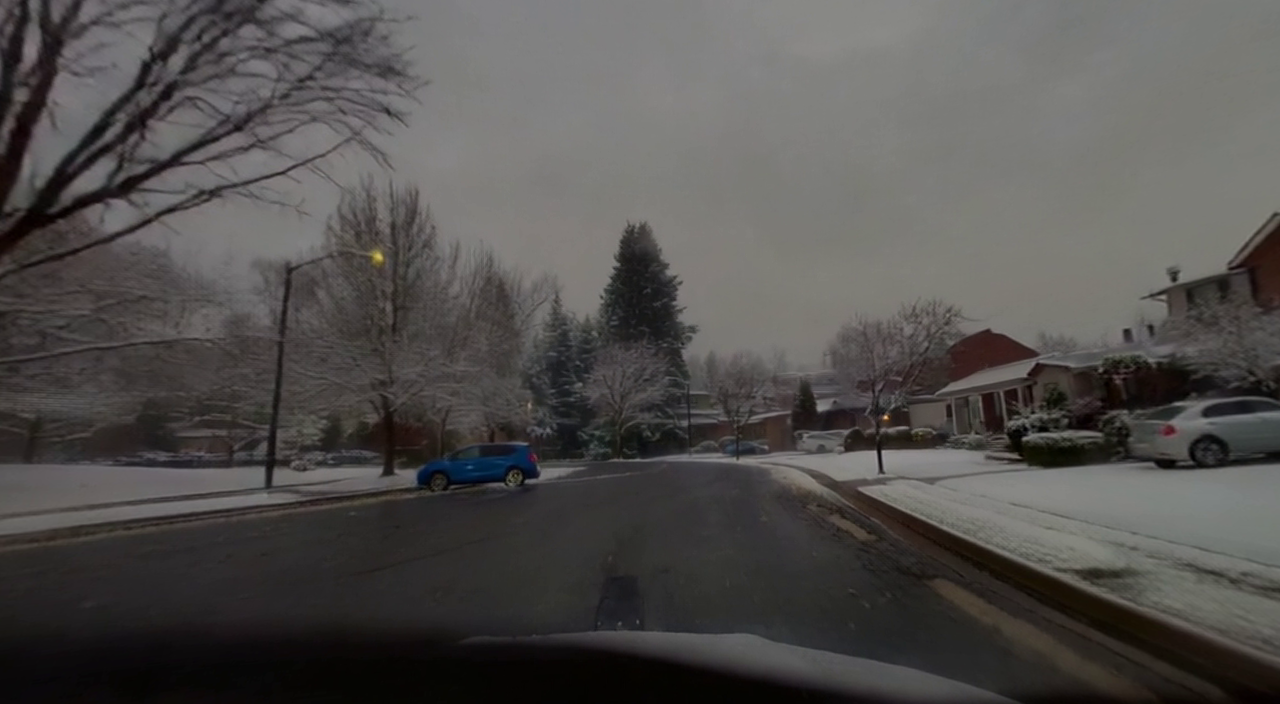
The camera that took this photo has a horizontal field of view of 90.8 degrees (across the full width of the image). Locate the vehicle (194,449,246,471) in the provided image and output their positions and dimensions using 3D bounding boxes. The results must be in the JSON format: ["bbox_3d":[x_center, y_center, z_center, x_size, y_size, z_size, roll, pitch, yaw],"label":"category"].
[{"bbox_3d":[-30.427,7.764,45.701,4.764,1.487,2.002,-8,-12,44],"label":"vehicle"}]

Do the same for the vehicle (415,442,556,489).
[{"bbox_3d":[-5.674,4.190,23.491,4.692,1.660,1.879,-1,-9,7],"label":"vehicle"}]
